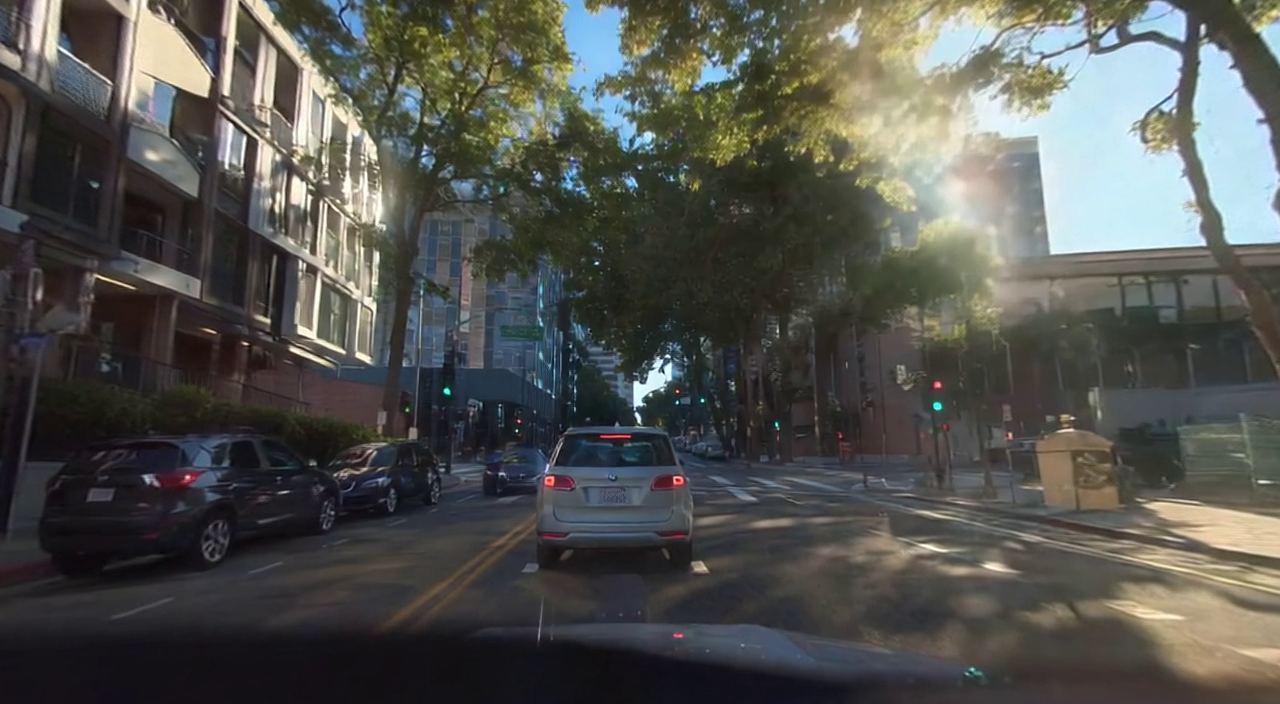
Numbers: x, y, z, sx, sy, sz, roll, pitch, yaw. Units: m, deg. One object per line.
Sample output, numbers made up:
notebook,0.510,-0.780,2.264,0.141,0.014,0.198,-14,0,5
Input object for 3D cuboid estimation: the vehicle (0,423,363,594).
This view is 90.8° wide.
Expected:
vehicle,-5.763,1.901,8.640,1.904,1.684,4.529,0,-9,-1

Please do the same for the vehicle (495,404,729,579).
vehicle,-0.259,1.653,8.179,2.258,1.687,3.934,0,-9,0

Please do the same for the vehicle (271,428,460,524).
vehicle,-5.876,2.700,14.347,2.077,1.791,4.751,0,-9,1
